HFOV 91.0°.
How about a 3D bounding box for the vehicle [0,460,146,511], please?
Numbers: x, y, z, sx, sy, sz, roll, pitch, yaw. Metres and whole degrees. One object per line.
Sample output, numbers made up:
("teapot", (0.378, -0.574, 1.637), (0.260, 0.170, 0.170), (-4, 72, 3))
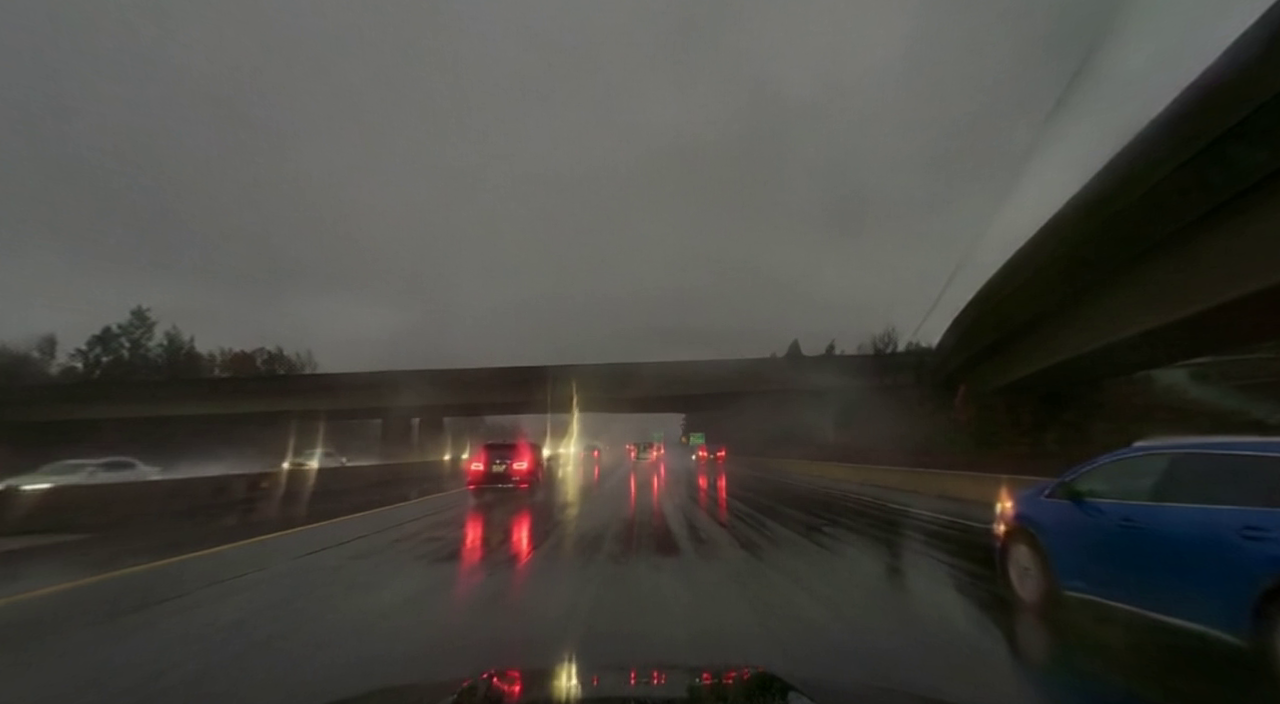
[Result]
("vehicle", (-20.172, 4.569, 22.023), (1.934, 1.494, 4.563), (0, -9, 3))

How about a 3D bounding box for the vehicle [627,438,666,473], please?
("vehicle", (0.340, 6.034, 36.894), (2.155, 1.909, 4.529), (0, -9, 0))

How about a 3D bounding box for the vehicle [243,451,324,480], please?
("vehicle", (-22.793, 7.248, 40.572), (1.953, 1.656, 5.261), (0, -9, 3))

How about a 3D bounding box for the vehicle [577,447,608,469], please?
("vehicle", (-3.453, 7.784, 46.467), (1.994, 1.475, 4.171), (0, -9, 0))

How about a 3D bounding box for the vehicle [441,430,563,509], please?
("vehicle", (-3.370, 2.966, 16.387), (2.089, 1.751, 4.515), (0, -9, 1))

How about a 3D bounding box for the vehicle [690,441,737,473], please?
("vehicle", (4.360, 6.317, 38.101), (2.231, 1.807, 4.588), (0, -9, -1))

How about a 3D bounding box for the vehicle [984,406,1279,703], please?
("vehicle", (4.130, 1.159, 3.806), (1.959, 1.554, 3.795), (0, -9, 1))
